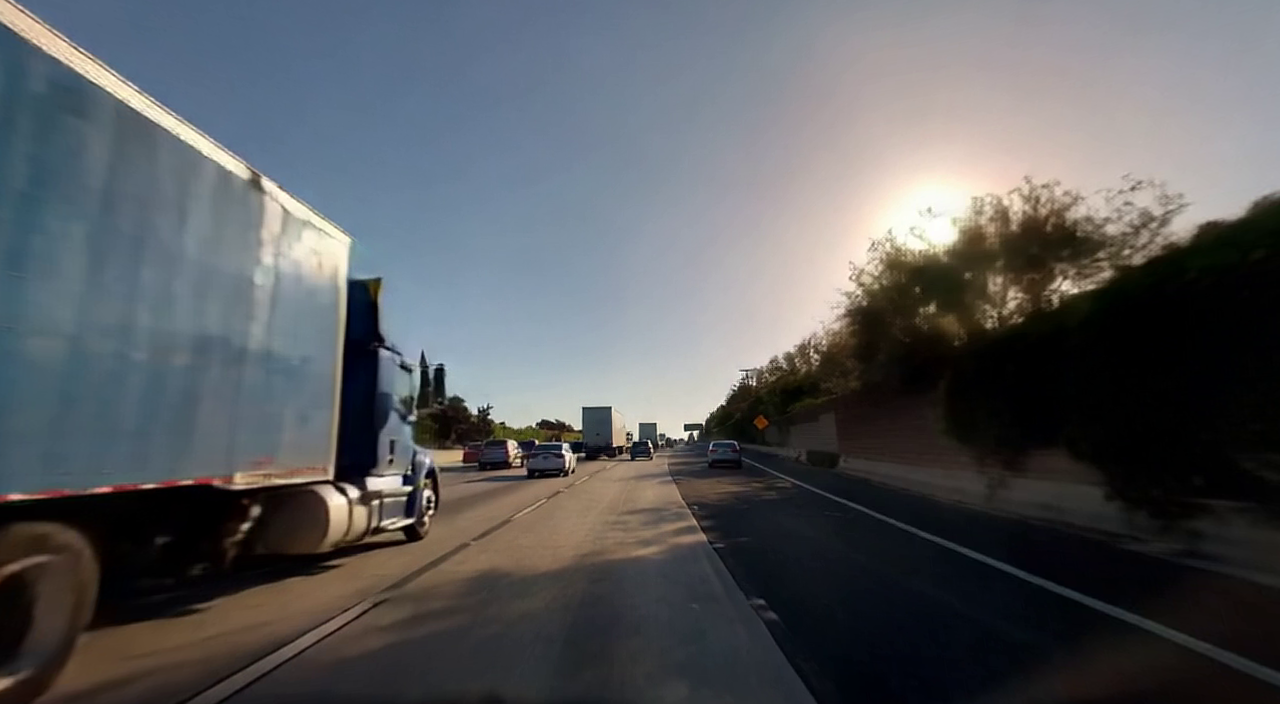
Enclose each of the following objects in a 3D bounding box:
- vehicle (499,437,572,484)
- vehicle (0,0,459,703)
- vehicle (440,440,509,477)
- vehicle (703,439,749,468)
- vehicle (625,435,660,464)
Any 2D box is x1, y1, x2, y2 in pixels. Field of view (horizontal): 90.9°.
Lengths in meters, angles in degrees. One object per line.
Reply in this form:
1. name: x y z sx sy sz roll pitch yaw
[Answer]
1. vehicle: -3.803 4.024 23.773 1.866 1.568 4.603 0 -8 2
2. vehicle: -3.950 0.173 3.741 3.123 3.341 7.669 -1 -8 3
3. vehicle: -7.525 4.874 29.059 1.967 1.555 4.161 0 -8 1
4. vehicle: 4.701 5.588 34.942 2.176 1.493 3.955 -1 -8 3
5. vehicle: 0.174 6.634 43.121 2.325 1.864 4.128 0 -8 0
